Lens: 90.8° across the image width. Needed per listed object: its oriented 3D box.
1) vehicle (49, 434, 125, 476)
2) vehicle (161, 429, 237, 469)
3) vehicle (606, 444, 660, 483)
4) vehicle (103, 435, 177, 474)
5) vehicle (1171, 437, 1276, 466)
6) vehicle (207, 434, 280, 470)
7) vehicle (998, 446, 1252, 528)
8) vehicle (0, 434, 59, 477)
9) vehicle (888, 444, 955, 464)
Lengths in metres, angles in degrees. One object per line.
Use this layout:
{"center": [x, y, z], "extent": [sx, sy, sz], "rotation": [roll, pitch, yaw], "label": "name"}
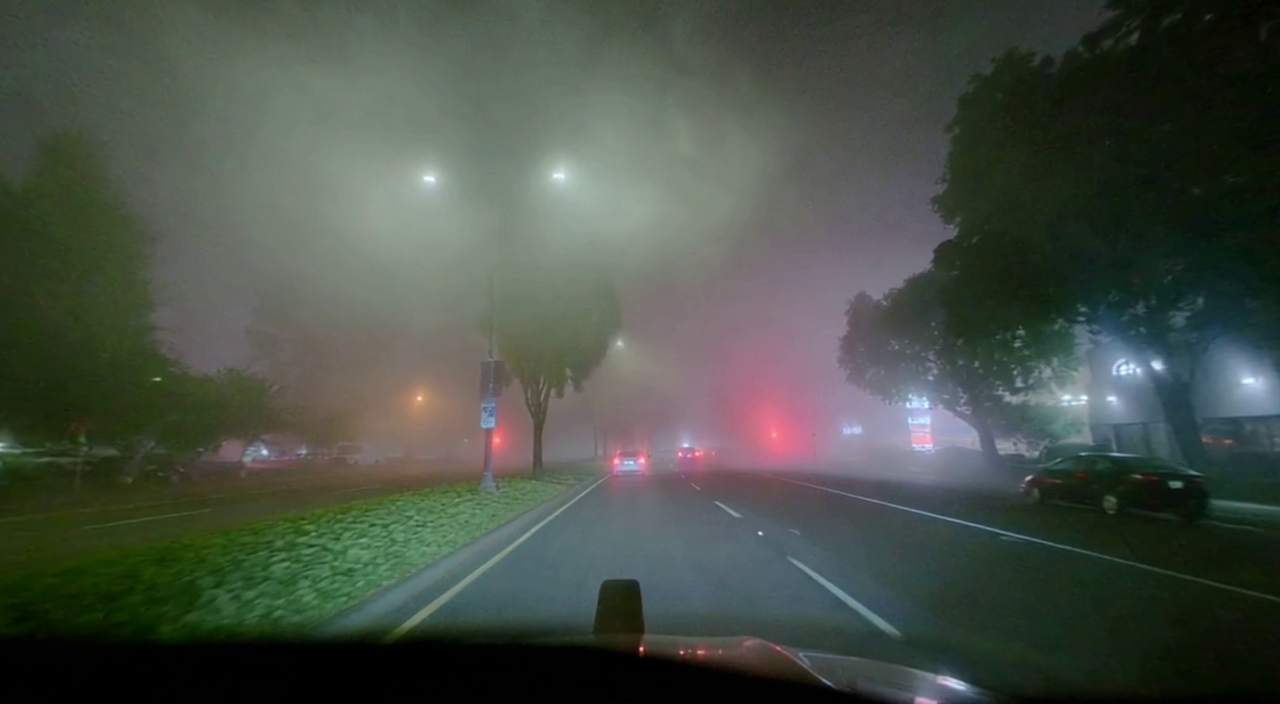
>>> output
{"center": [-36.630, 6.763, 41.771], "extent": [6.393, 2.554, 2.474], "rotation": [-7, -10, 38], "label": "vehicle"}
{"center": [-31.910, 7.095, 45.641], "extent": [5.926, 2.638, 2.413], "rotation": [-8, -12, 35], "label": "vehicle"}
{"center": [-0.268, 4.615, 26.456], "extent": [2.095, 1.456, 3.873], "rotation": [0, -8, 0], "label": "vehicle"}
{"center": [-34.494, 7.012, 43.492], "extent": [6.029, 2.538, 2.343], "rotation": [-6, -11, 37], "label": "vehicle"}
{"center": [34.473, 5.867, 37.411], "extent": [4.198, 1.653, 1.910], "rotation": [-1, -9, 2], "label": "vehicle"}
{"center": [-30.155, 7.655, 47.985], "extent": [5.689, 2.583, 2.285], "rotation": [-7, -12, 32], "label": "vehicle"}
{"center": [10.239, 2.830, 13.974], "extent": [1.930, 1.475, 4.648], "rotation": [0, -8, 0], "label": "vehicle"}
{"center": [-39.335, 6.593, 40.484], "extent": [5.700, 2.520, 2.423], "rotation": [-8, -10, 43], "label": "vehicle"}
{"center": [21.481, 7.813, 48.394], "extent": [4.197, 1.505, 1.915], "rotation": [0, -8, 1], "label": "vehicle"}
